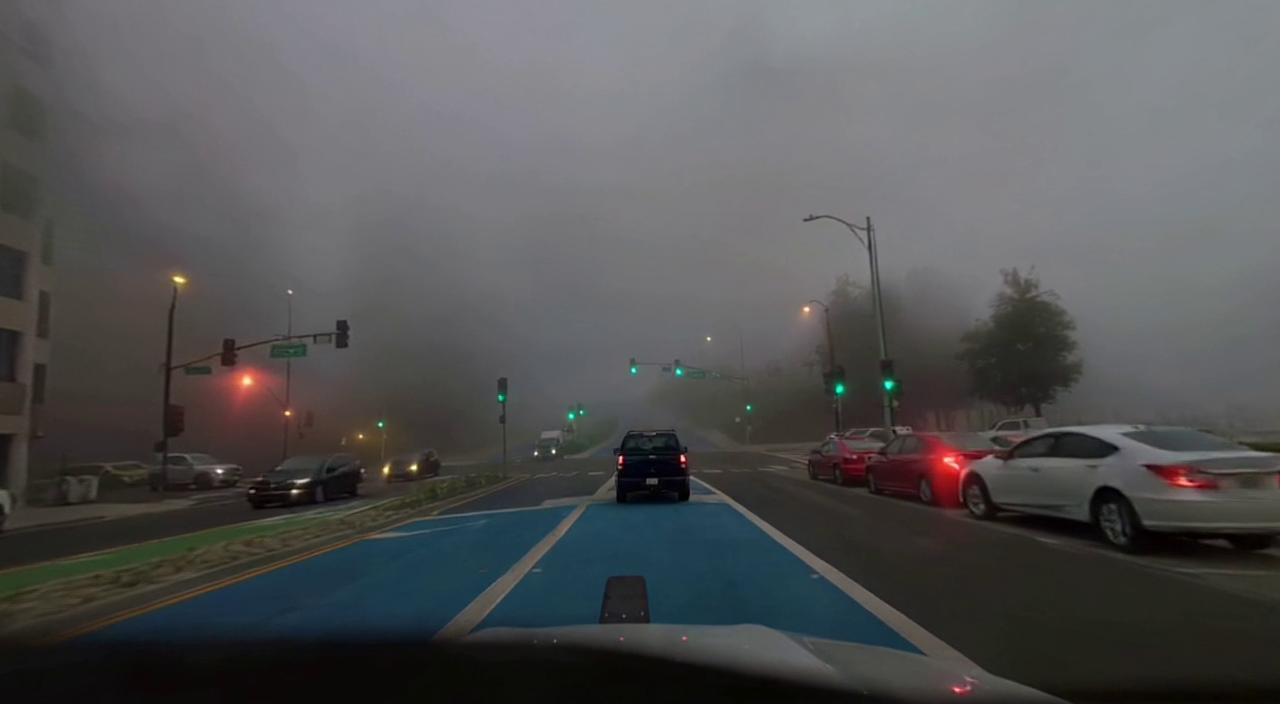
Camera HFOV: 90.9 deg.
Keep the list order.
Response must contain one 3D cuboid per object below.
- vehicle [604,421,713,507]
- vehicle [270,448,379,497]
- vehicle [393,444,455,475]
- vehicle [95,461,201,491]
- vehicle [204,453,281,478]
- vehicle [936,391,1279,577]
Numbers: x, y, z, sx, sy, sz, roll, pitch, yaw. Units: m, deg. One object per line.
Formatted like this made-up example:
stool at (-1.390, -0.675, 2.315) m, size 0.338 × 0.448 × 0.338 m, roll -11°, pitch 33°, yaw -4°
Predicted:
vehicle at (0.395, 2.664, 15.390) m, size 2.283 × 1.773 × 4.255 m, roll 0°, pitch -9°, yaw 0°
vehicle at (-12.888, 4.902, 26.188) m, size 1.975 × 1.820 × 4.838 m, roll 0°, pitch -9°, yaw 1°
vehicle at (-13.146, 6.566, 38.736) m, size 2.025 × 1.785 × 4.845 m, roll 0°, pitch -9°, yaw 1°
vehicle at (-27.845, 7.009, 35.789) m, size 4.478 × 1.578 × 1.890 m, roll -1°, pitch -9°, yaw 2°
vehicle at (-27.258, 7.796, 43.458) m, size 1.857 × 1.535 × 4.900 m, roll -1°, pitch -9°, yaw 4°
vehicle at (6.516, 1.686, 8.834) m, size 2.205 × 1.823 × 5.078 m, roll 0°, pitch -9°, yaw 0°
